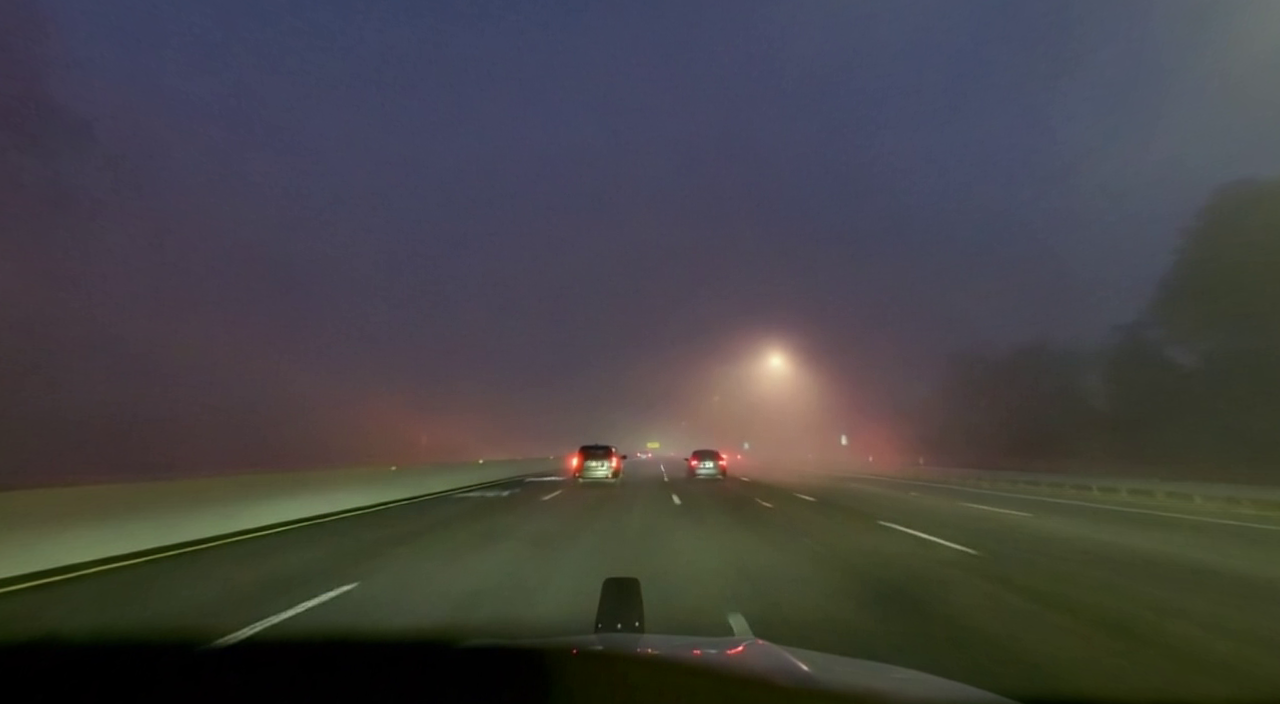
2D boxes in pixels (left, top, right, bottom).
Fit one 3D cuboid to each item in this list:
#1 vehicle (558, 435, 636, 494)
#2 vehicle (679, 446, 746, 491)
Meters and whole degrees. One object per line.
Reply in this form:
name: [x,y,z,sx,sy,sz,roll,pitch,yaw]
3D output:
vehicle: [-1.292,3.663,20.821,2.142,1.724,4.344,0,-9,1]
vehicle: [2.536,4.195,23.007,2.004,1.471,4.032,1,-9,1]
